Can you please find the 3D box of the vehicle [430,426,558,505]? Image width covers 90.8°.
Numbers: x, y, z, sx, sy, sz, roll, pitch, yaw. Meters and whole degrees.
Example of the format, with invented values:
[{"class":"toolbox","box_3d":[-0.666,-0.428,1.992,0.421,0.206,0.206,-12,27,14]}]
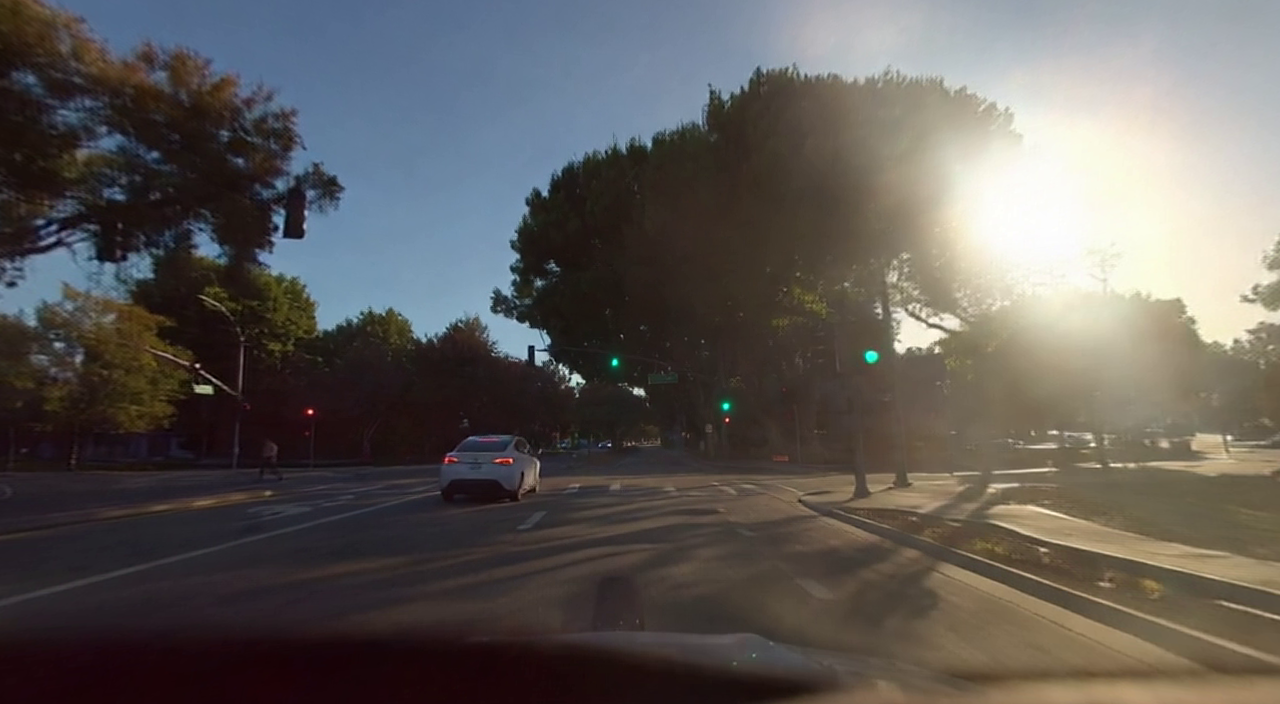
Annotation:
[{"class":"vehicle","box_3d":[-3.277,2.662,15.206,2.076,1.599,4.483,0,-9,-1]}]
